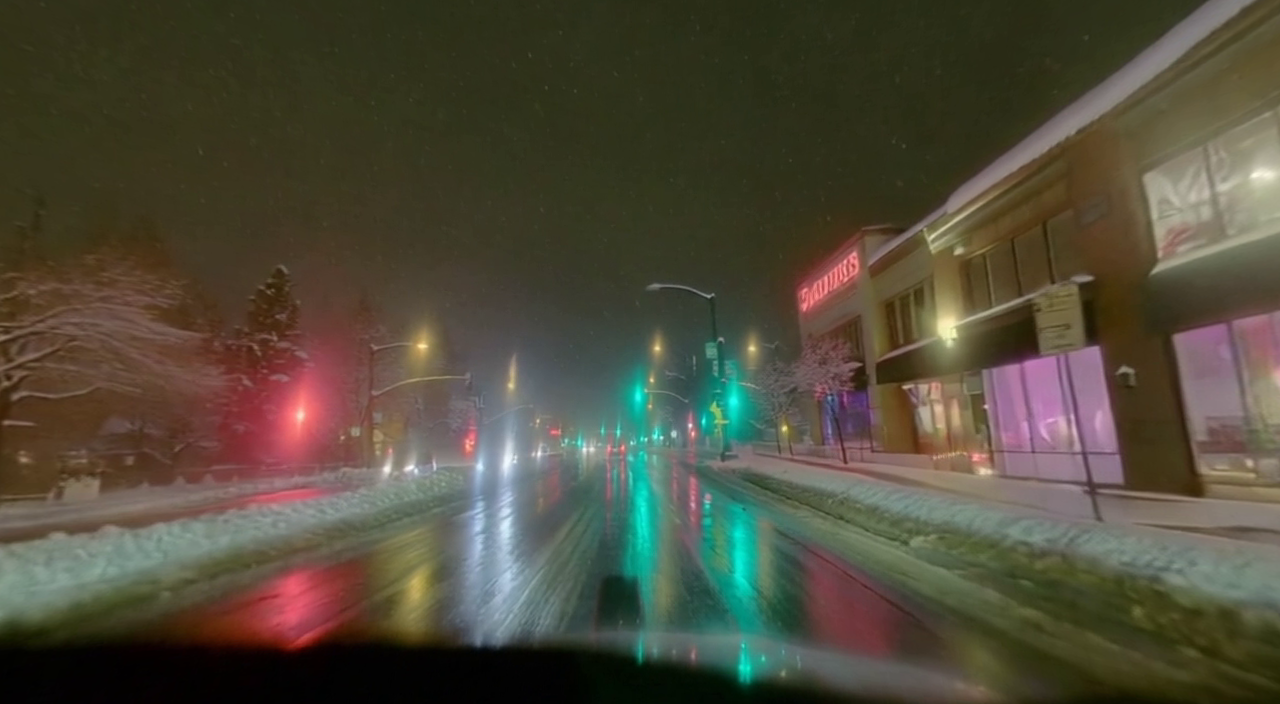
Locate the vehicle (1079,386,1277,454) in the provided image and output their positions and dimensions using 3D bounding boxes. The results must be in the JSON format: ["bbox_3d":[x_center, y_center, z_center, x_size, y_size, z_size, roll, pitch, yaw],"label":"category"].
[{"bbox_3d":[15.145,2.067,18.264,1.958,1.677,4.860,-1,-9,8],"label":"vehicle"}]

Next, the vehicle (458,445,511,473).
[{"bbox_3d":[-9.483,6.551,38.817,2.010,1.615,4.536,0,-9,1],"label":"vehicle"}]

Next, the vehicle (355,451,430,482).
[{"bbox_3d":[-12.820,5.937,33.105,1.949,1.481,4.746,0,-9,1],"label":"vehicle"}]

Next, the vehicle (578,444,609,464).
[{"bbox_3d":[-3.539,7.804,48.449,1.962,1.420,4.021,0,-9,1],"label":"vehicle"}]
